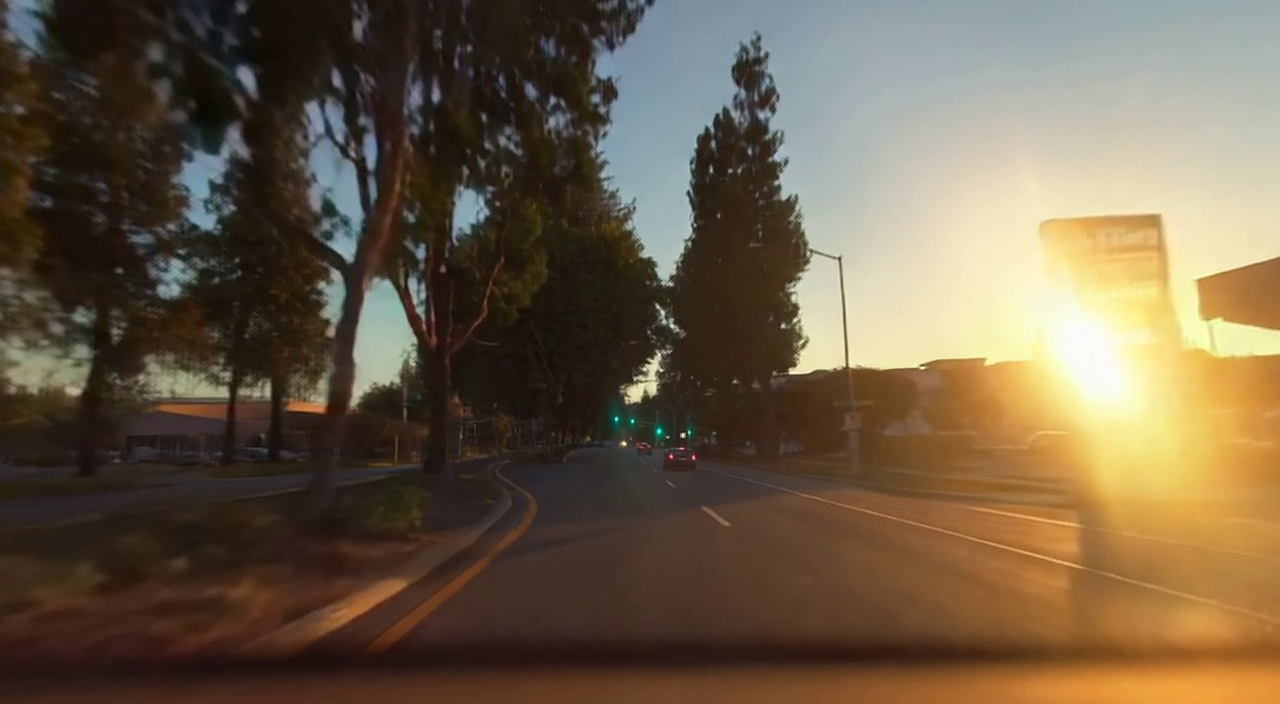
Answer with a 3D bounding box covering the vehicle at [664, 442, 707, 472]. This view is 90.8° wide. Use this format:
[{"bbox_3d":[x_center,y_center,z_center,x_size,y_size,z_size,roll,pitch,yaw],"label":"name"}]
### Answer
[{"bbox_3d":[2.485,5.847,35.502,1.961,1.580,4.020,0,-8,-2],"label":"vehicle"}]
